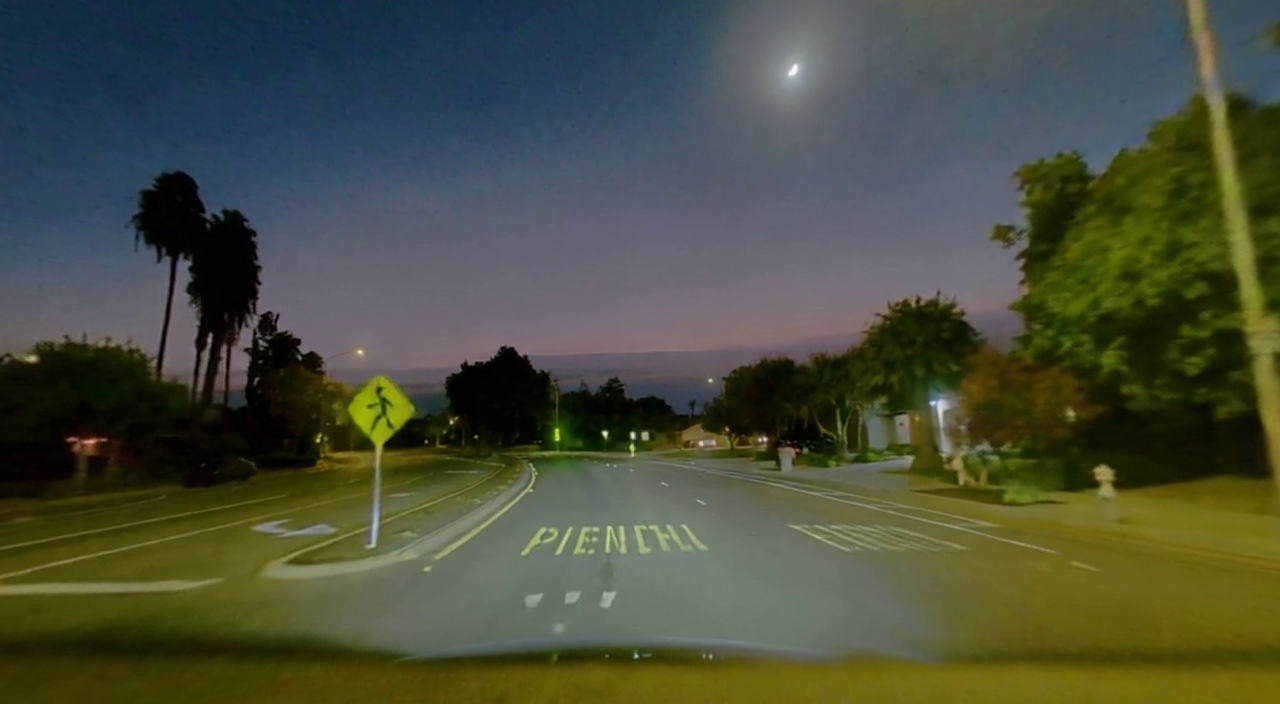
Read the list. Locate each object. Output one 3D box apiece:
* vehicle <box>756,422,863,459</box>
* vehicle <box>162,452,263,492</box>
[{"bbox_3d":[10.263,5.464,38.570,6.051,2.092,2.231,-2,-11,12],"label":"vehicle"},{"bbox_3d":[-18.451,5.167,27.472,1.941,1.470,4.384,0,-8,-10],"label":"vehicle"}]
